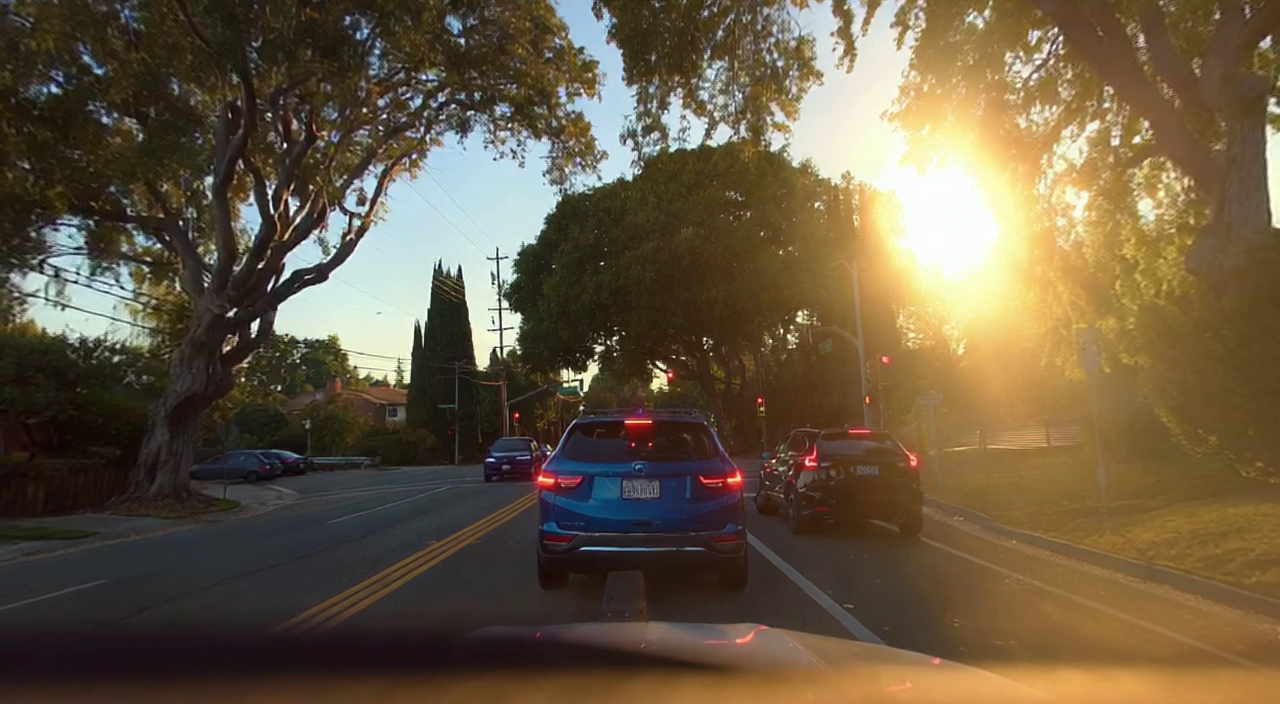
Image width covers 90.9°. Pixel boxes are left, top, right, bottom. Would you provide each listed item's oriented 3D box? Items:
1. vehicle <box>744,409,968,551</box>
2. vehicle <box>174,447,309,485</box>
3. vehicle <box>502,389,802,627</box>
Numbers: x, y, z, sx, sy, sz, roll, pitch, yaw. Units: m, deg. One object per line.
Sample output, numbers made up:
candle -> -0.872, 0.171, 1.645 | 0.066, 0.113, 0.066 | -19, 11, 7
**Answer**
vehicle -> 3.068, 1.919, 10.109 | 1.967, 1.756, 4.281 | 0, -8, -1
vehicle -> -16.171, 4.629, 25.719 | 4.245, 1.446, 1.827 | 0, -8, 1
vehicle -> 0.059, 1.421, 6.662 | 2.151, 1.695, 4.100 | 0, -8, -1
